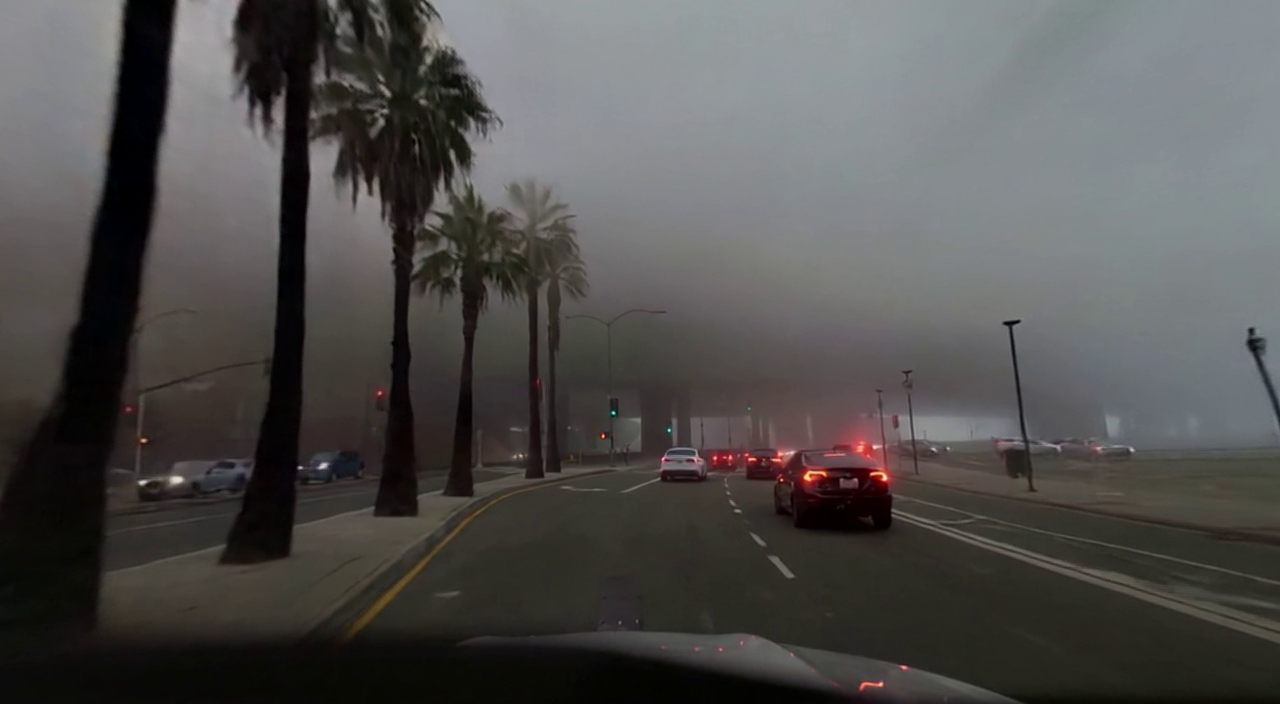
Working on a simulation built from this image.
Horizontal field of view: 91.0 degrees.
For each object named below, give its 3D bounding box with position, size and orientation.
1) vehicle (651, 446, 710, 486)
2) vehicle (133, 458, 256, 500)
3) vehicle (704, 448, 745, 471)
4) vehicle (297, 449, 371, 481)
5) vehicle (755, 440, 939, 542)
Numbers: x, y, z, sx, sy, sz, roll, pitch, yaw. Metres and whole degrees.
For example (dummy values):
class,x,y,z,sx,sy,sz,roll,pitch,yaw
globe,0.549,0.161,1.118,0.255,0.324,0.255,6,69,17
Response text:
class,x,y,z,sx,sy,sz,roll,pitch,yaw
vehicle,1.740,4.634,25.900,2.077,1.518,3.760,-2,-9,9
vehicle,-18.152,5.176,25.974,1.912,1.482,4.495,0,-9,-2
vehicle,5.949,7.436,43.783,2.134,1.492,4.674,-2,-9,15
vehicle,-18.007,6.637,37.318,2.040,1.749,4.796,0,-9,-1
vehicle,3.576,2.479,12.027,2.051,1.509,4.933,-1,-9,3
